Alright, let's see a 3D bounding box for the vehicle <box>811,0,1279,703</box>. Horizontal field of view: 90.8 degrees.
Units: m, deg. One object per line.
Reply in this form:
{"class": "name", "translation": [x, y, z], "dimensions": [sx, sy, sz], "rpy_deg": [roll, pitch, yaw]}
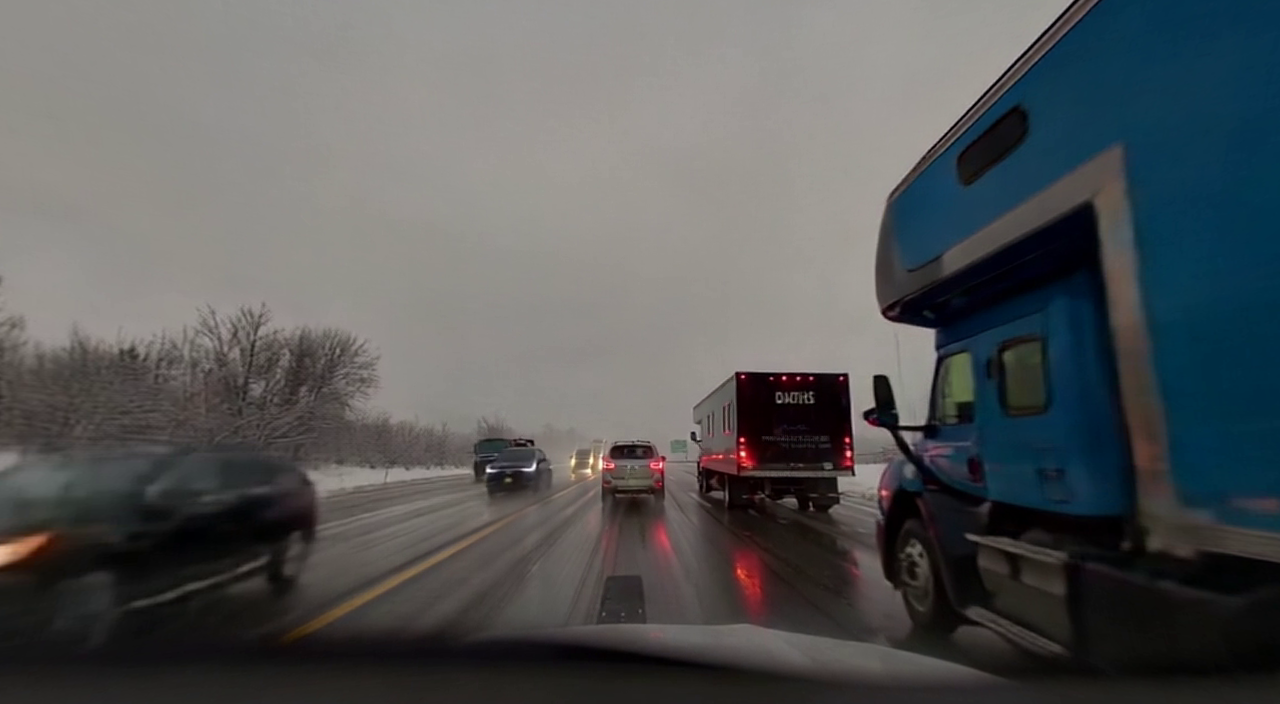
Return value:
{"class": "vehicle", "translation": [3.188, -0.179, 1.646], "dimensions": [2.936, 3.787, 8.670], "rpy_deg": [0, -9, 0]}

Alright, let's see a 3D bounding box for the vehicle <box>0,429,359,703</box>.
{"class": "vehicle", "translation": [-3.608, 1.223, 3.749], "dimensions": [1.930, 1.431, 4.156], "rpy_deg": [0, -9, 0]}

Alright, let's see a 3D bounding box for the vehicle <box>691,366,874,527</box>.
{"class": "vehicle", "translation": [2.888, 2.266, 15.253], "dimensions": [2.533, 2.942, 7.280], "rpy_deg": [0, -9, -1]}

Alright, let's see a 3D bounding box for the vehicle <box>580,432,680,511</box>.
{"class": "vehicle", "translation": [-0.242, 2.964, 16.071], "dimensions": [2.201, 1.719, 4.058], "rpy_deg": [0, -9, -1]}

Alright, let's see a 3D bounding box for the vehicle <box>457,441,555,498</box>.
{"class": "vehicle", "translation": [-4.096, 3.692, 20.191], "dimensions": [2.023, 1.576, 4.784], "rpy_deg": [0, -9, 1]}
